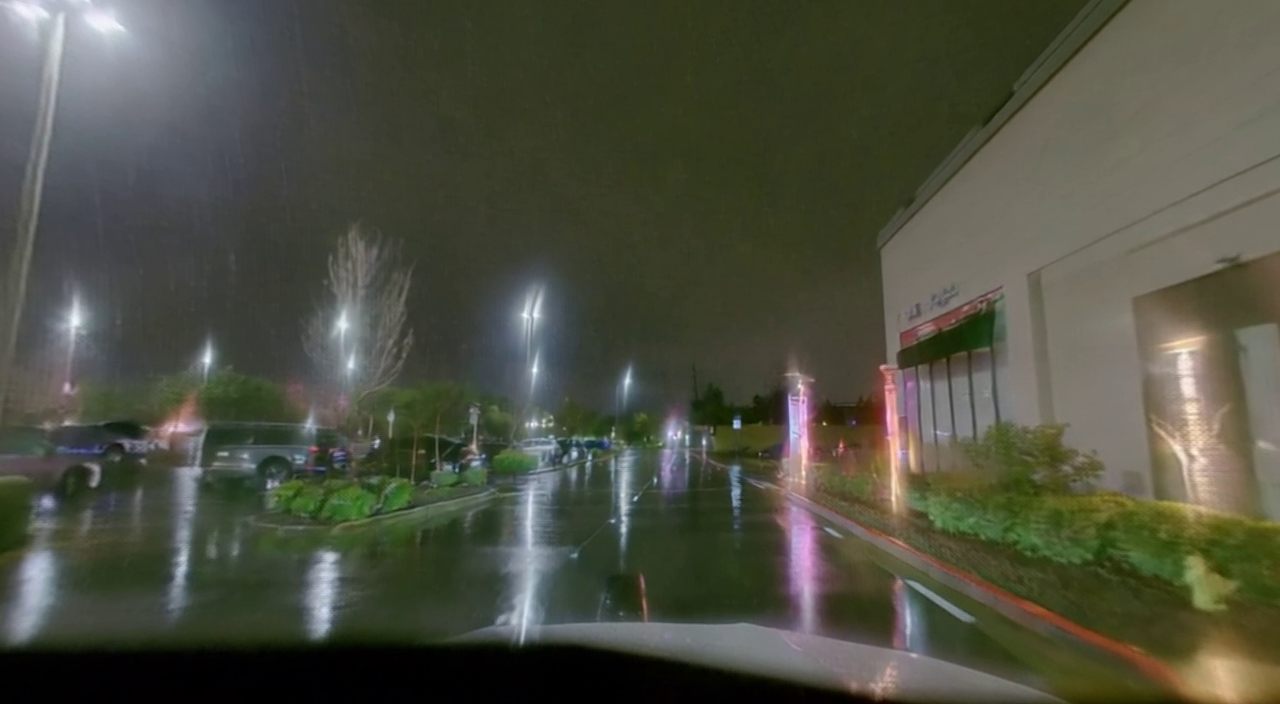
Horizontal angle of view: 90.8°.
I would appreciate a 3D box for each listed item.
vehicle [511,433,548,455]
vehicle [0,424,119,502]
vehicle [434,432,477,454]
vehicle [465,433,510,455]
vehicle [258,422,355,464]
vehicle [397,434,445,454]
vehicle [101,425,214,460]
[{"bbox_3d":[-8.657,7.248,49.863,1.892,1.597,4.259,-1,-8,3],"label":"vehicle"},{"bbox_3d":[-12.809,2.093,11.956,1.847,1.443,4.484,-1,-8,4],"label":"vehicle"},{"bbox_3d":[-14.437,7.150,49.555,1.902,1.645,3.903,-1,-8,5],"label":"vehicle"},{"bbox_3d":[-11.837,7.197,49.300,1.928,1.613,4.197,-1,-8,8],"label":"vehicle"},{"bbox_3d":[-16.361,4.498,31.337,1.972,1.923,4.535,-1,-8,6],"label":"vehicle"},{"bbox_3d":[-17.197,7.225,49.793,1.909,1.474,3.908,-1,-8,8],"label":"vehicle"},{"bbox_3d":[-24.211,4.583,31.953,1.876,1.591,4.470,-1,-8,6],"label":"vehicle"}]
